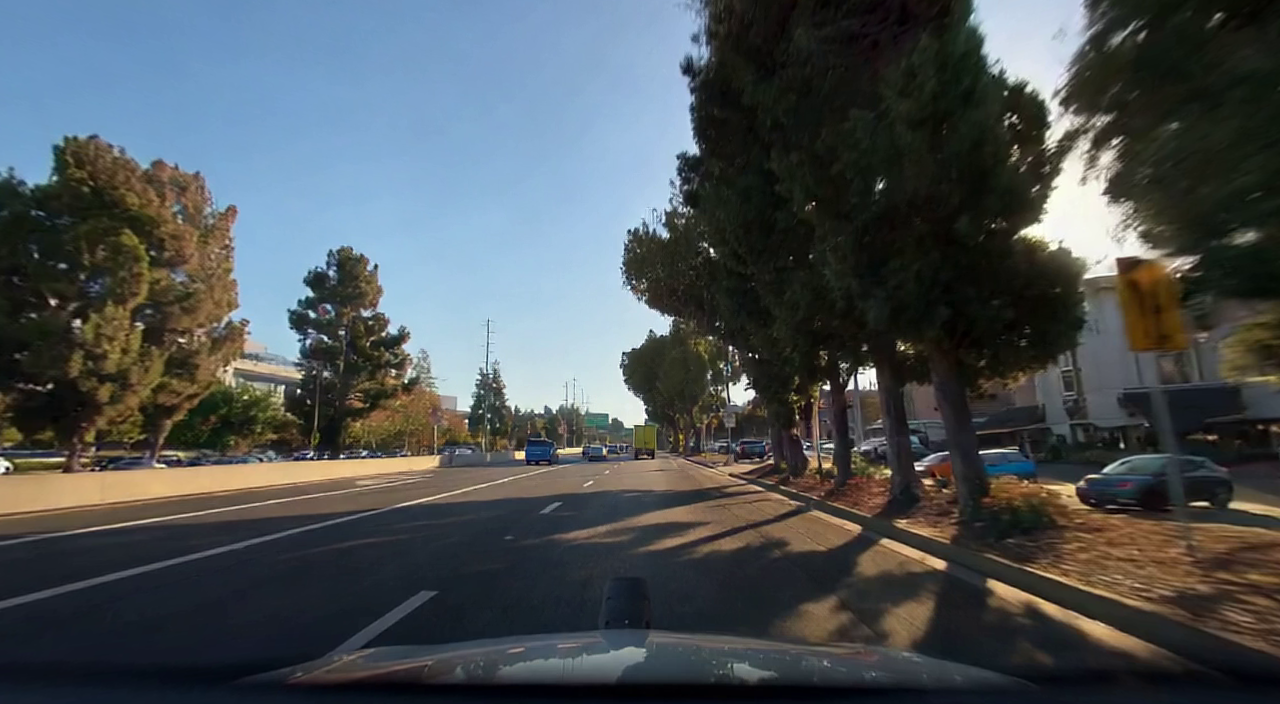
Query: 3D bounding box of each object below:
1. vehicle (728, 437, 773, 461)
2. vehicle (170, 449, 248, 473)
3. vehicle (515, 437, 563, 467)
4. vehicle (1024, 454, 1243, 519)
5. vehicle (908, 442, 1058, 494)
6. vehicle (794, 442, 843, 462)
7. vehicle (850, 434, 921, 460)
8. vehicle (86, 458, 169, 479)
[{"bbox_3d":[8.517,7.567,49.072,2.057,1.750,4.679,1,-9,-9],"label":"vehicle"},{"bbox_3d":[-33.907,8.576,49.670,4.555,1.761,2.039,0,-8,0],"label":"vehicle"},{"bbox_3d":[-6.641,6.640,42.001,2.149,1.893,5.187,0,-8,2],"label":"vehicle"},{"bbox_3d":[13.455,3.671,17.430,4.367,1.459,1.851,-3,-9,2],"label":"vehicle"},{"bbox_3d":[13.884,4.711,25.766,4.812,1.825,2.073,-3,-9,2],"label":"vehicle"},{"bbox_3d":[13.798,7.733,49.006,1.944,1.476,4.483,1,-9,-10],"label":"vehicle"},{"bbox_3d":[18.882,7.369,48.787,2.211,1.880,5.847,2,-9,-12],"label":"vehicle"},{"bbox_3d":[-33.809,7.692,41.653,3.913,1.329,1.824,0,-8,1],"label":"vehicle"}]
